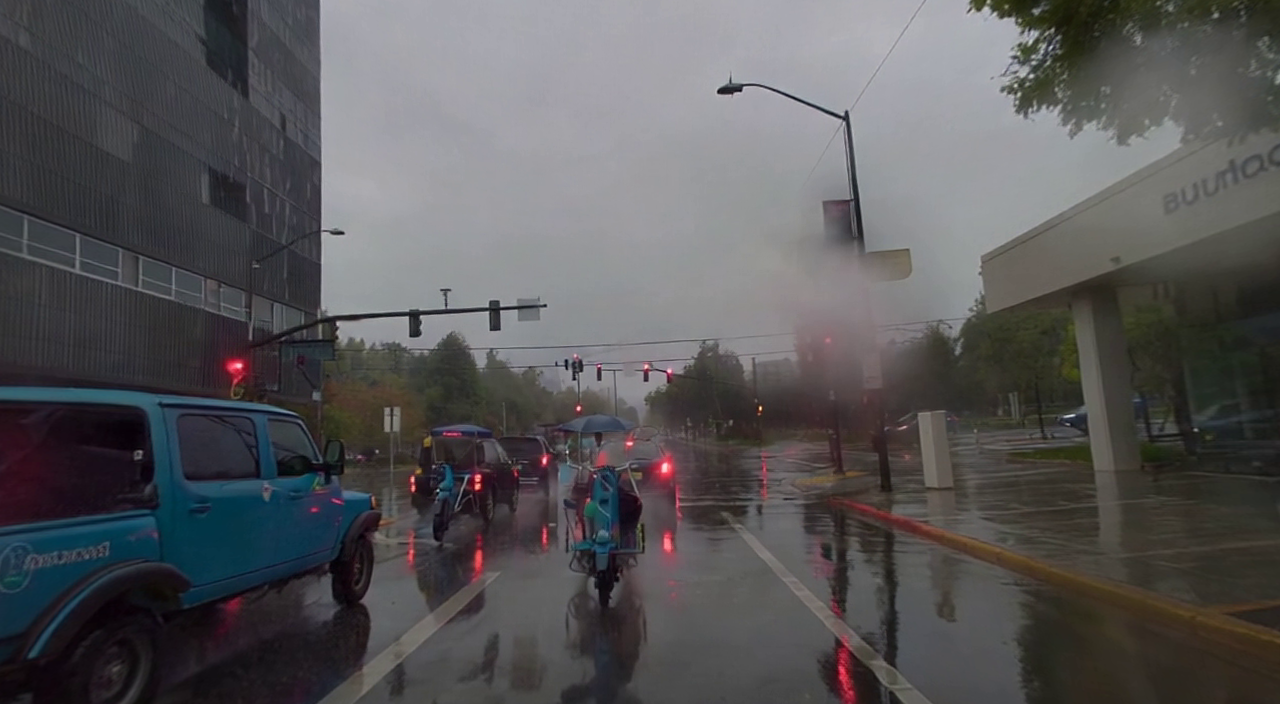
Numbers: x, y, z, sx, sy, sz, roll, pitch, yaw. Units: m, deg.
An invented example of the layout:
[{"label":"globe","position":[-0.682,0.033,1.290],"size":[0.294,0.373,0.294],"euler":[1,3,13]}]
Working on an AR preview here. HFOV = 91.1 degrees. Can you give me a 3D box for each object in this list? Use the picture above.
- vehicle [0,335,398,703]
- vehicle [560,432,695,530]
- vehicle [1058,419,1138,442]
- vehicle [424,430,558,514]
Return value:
[{"label":"vehicle","position":[-3.614,1.128,4.455],"size":[2.000,1.809,4.405],"euler":[0,-8,0]},{"label":"vehicle","position":[-0.149,2.258,11.559],"size":[2.025,1.458,4.085],"euler":[0,-8,1]},{"label":"vehicle","position":[30.694,5.278,42.129],"size":[1.751,1.420,4.027],"euler":[8,-12,-43]},{"label":"vehicle","position":[-3.179,2.655,14.372],"size":[1.935,1.615,4.073],"euler":[-1,-8,2]}]
